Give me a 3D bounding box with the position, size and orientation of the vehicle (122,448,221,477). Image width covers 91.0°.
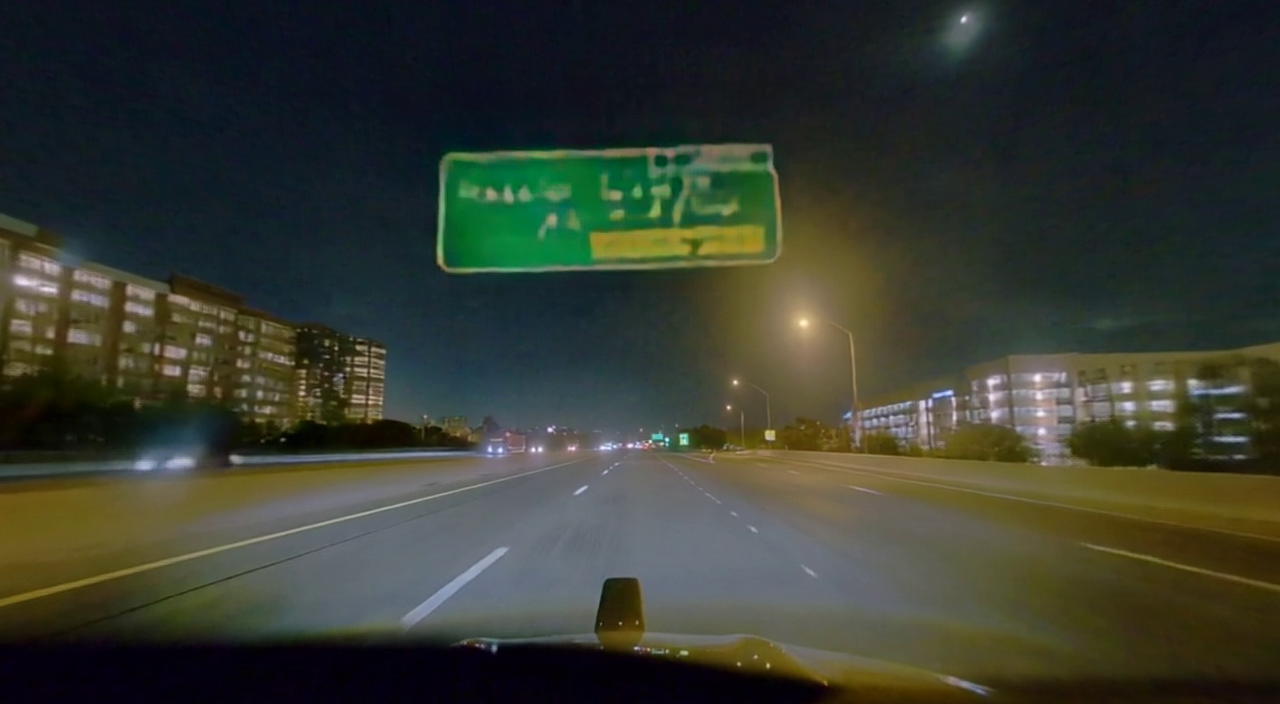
[{"bbox_3d":[-26.130,6.145,35.363,1.881,1.496,4.560,0,-9,3],"label":"vehicle"}]
